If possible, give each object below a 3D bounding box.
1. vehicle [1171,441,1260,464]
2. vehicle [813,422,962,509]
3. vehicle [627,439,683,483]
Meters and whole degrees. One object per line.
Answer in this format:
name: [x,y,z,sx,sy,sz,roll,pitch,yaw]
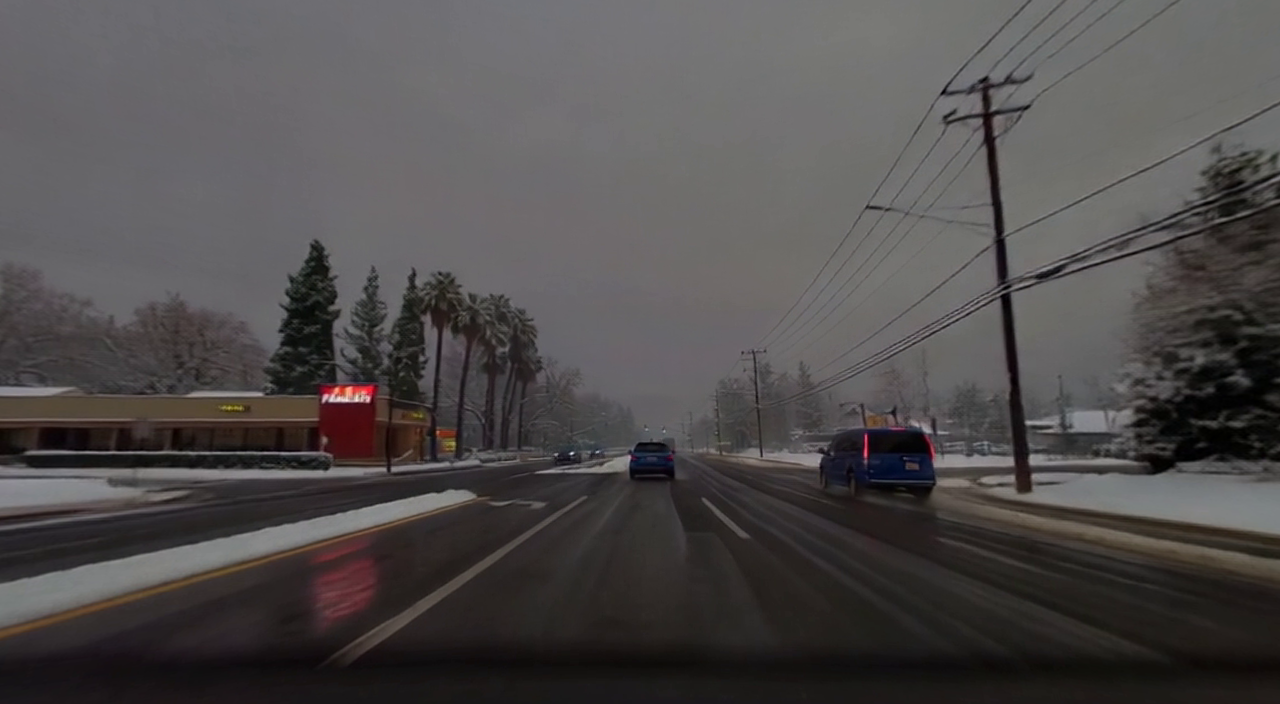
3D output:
vehicle: [45.619,7.991,49.987,4.928,1.678,1.971,-1,-10,1]
vehicle: [6.217,2.910,16.514,2.107,1.928,4.471,0,-9,1]
vehicle: [0.598,4.476,26.120,2.138,1.672,4.168,0,-9,1]
